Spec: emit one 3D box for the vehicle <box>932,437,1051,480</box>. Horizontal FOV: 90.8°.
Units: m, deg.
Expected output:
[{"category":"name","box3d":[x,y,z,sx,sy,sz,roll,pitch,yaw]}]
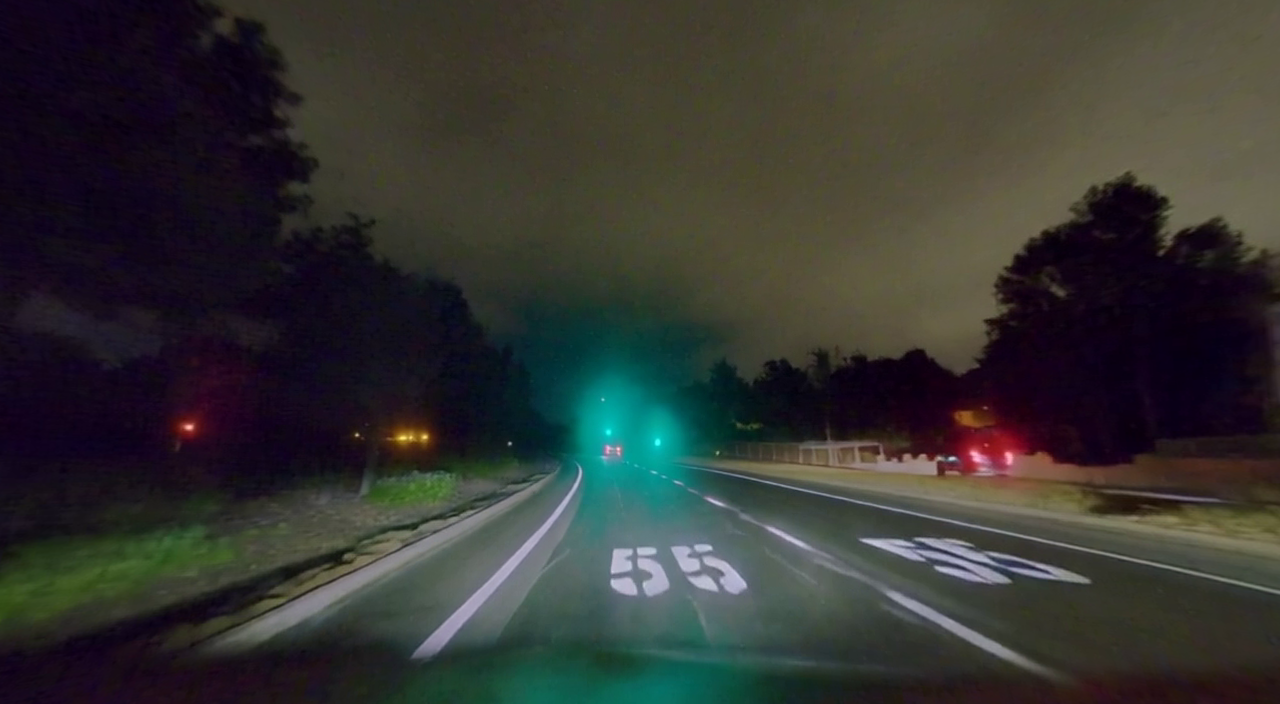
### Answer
[{"category":"vehicle","box3d":[16.260,4.918,29.366,4.457,1.724,1.871,3,-8,-1]}]
